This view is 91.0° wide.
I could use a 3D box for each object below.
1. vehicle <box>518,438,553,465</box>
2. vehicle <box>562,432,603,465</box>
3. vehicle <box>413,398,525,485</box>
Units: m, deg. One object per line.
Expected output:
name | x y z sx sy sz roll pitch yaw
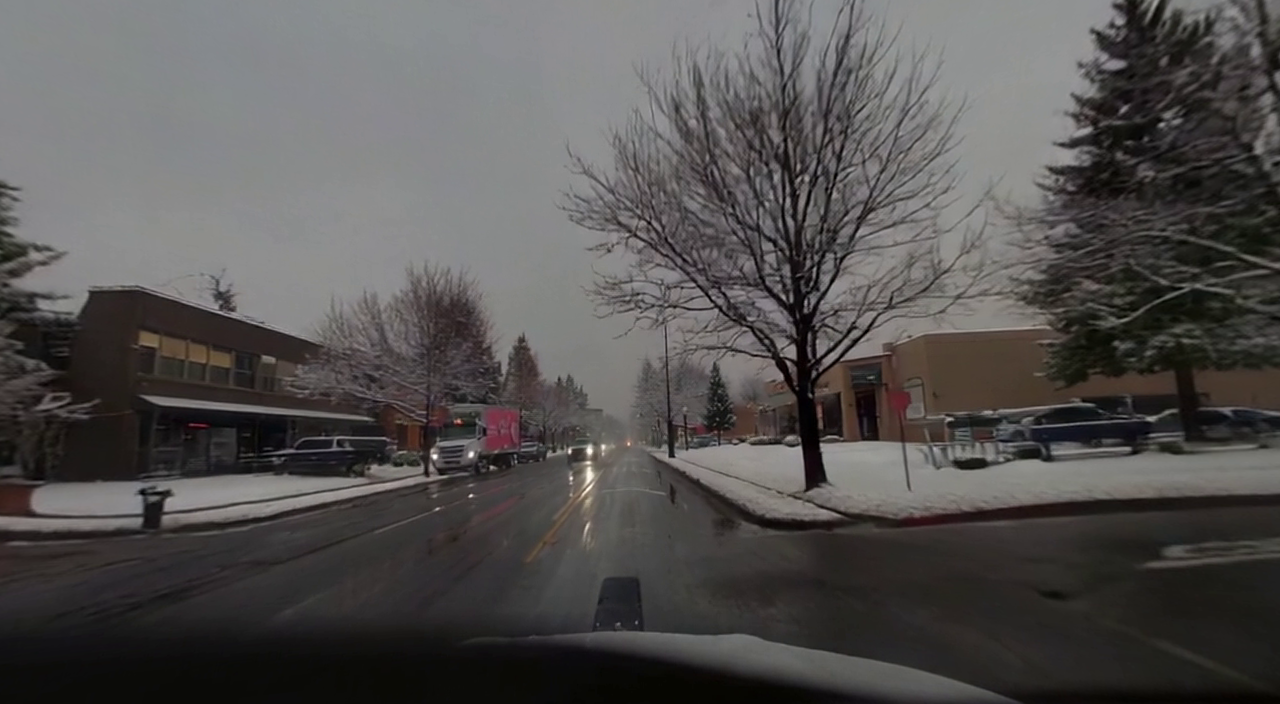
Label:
vehicle | -7.910 7.508 47.814 1.950 1.743 4.312 -2 -6 -1
vehicle | -3.436 5.886 38.459 2.118 1.864 4.640 0 -8 -1
vehicle | -9.110 4.769 35.400 2.986 3.768 11.697 -6 -6 -1
